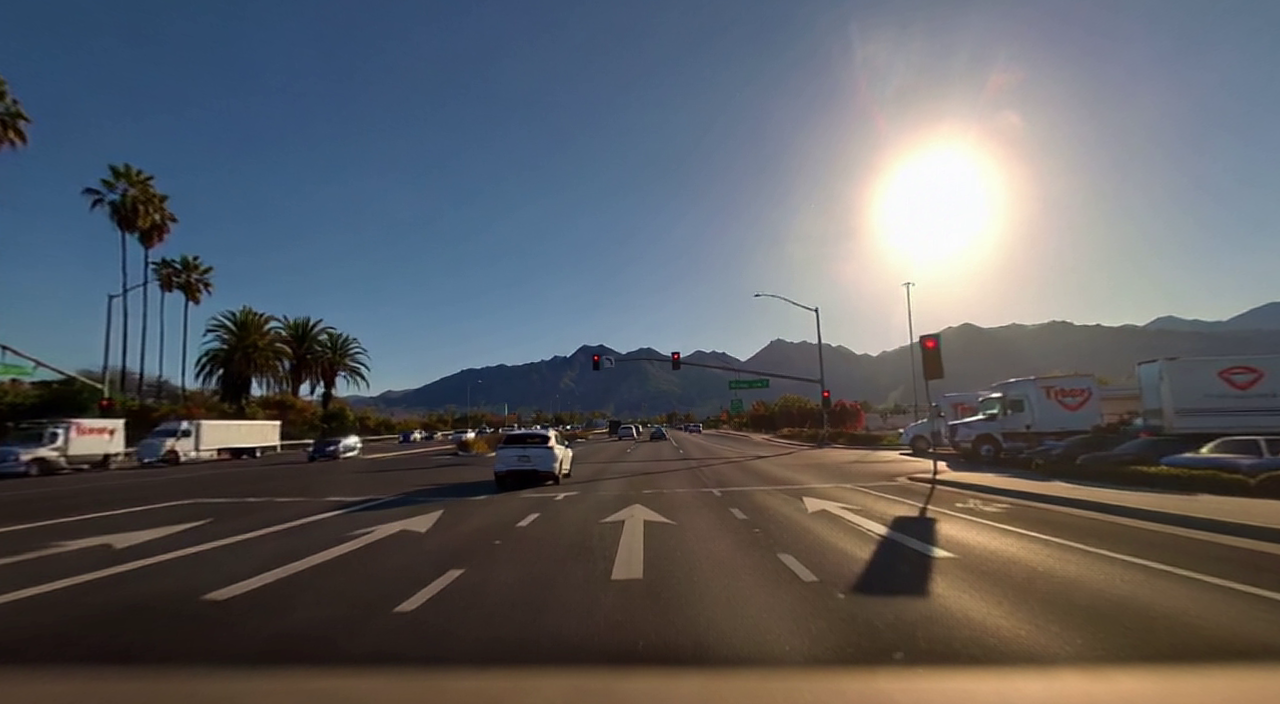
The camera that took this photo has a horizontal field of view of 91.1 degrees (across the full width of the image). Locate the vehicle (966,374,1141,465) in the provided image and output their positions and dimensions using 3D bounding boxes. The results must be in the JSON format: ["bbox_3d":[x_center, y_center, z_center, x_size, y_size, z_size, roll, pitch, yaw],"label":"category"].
[{"bbox_3d":[18.454,3.114,28.383,5.512,3.865,3.002,0,-9,2],"label":"vehicle"}]

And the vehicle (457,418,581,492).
[{"bbox_3d":[-3.061,2.755,17.063,2.287,1.712,4.537,0,-9,2],"label":"vehicle"}]

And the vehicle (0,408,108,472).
[{"bbox_3d":[-40.087,5.810,41.606,3.023,3.885,6.458,-2,-8,16],"label":"vehicle"}]

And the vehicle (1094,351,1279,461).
[{"bbox_3d":[30.089,2.463,27.610,16.628,4.605,3.321,0,-8,7],"label":"vehicle"}]

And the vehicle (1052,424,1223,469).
[{"bbox_3d":[19.208,3.680,24.414,4.769,1.638,2.091,0,-9,2],"label":"vehicle"}]

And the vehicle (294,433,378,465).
[{"bbox_3d":[-15.715,5.051,32.772,1.942,1.542,4.576,0,-9,2],"label":"vehicle"}]
